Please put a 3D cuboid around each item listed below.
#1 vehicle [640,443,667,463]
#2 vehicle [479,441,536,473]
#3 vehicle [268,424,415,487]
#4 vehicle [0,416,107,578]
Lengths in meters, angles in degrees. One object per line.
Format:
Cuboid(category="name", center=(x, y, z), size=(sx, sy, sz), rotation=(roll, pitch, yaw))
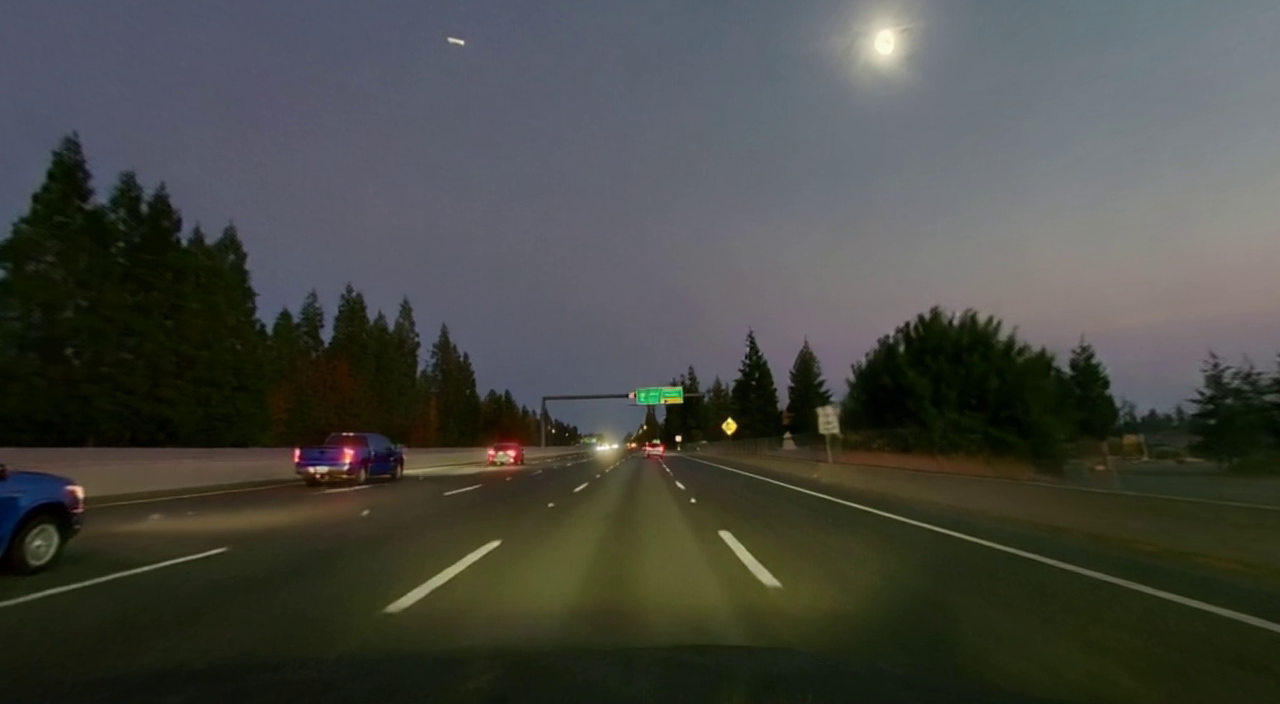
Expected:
Cuboid(category="vehicle", center=(1.067, 7.751, 48.482), size=(1.984, 1.471, 4.202), rotation=(0, -8, 1))
Cuboid(category="vehicle", center=(-6.690, 5.323, 32.198), size=(1.919, 1.499, 4.234), rotation=(0, -8, 1))
Cuboid(category="vehicle", center=(-10.630, 3.733, 23.144), size=(2.347, 1.984, 5.778), rotation=(0, -8, 2))
Cuboid(category="vehicle", center=(-7.271, 1.246, 4.984), size=(1.965, 1.567, 4.686), rotation=(0, -8, 1))
